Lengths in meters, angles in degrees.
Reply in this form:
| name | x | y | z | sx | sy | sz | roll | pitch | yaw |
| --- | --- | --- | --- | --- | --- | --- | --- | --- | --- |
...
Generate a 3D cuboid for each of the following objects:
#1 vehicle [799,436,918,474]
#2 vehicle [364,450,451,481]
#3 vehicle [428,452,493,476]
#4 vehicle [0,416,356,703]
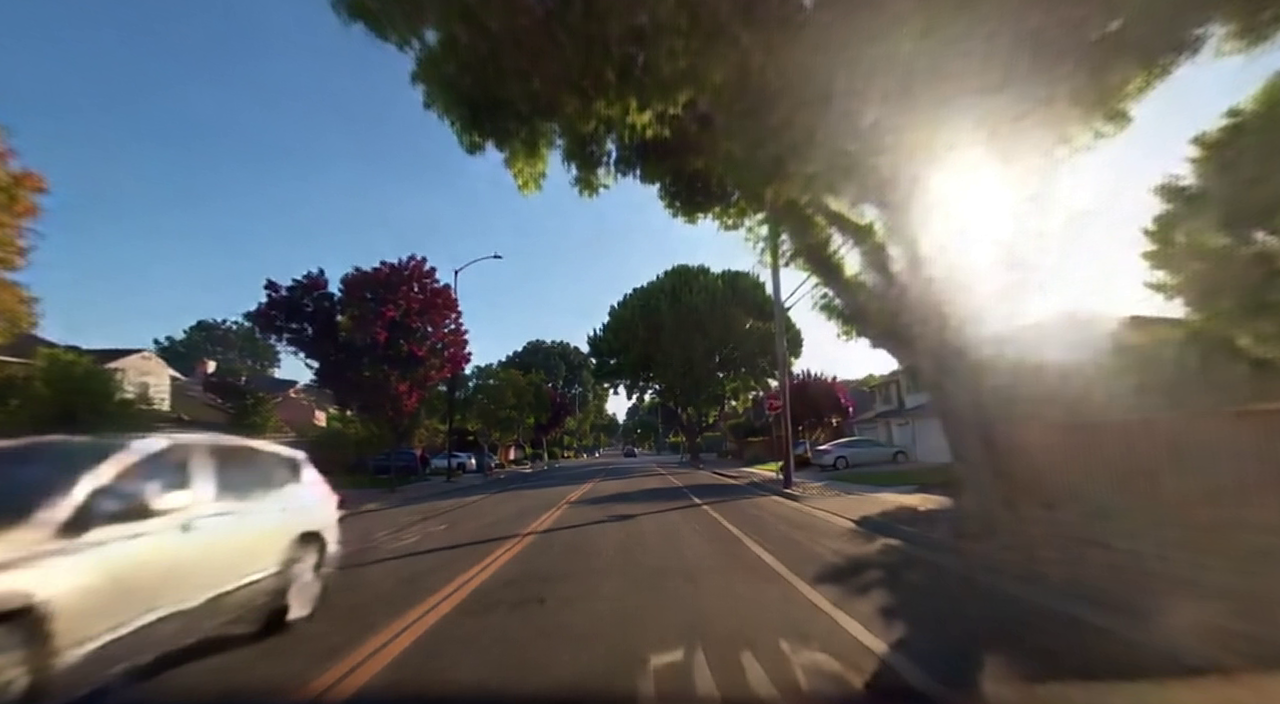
| name | x | y | z | sx | sy | sz | roll | pitch | yaw |
| --- | --- | --- | --- | --- | --- | --- | --- | --- | --- |
| vehicle | 10.509 | 4.993 | 30.631 | 4.908 | 1.537 | 2.065 | -1 | -9 | -6 |
| vehicle | -13.119 | 6.420 | 35.863 | 4.207 | 1.648 | 1.956 | 1 | -9 | -6 |
| vehicle | -12.515 | 7.840 | 44.203 | 3.927 | 1.560 | 2.049 | 0 | -9 | -1 |
| vehicle | -3.821 | 1.315 | 4.273 | 1.935 | 1.595 | 3.972 | 0 | -9 | 0 |
